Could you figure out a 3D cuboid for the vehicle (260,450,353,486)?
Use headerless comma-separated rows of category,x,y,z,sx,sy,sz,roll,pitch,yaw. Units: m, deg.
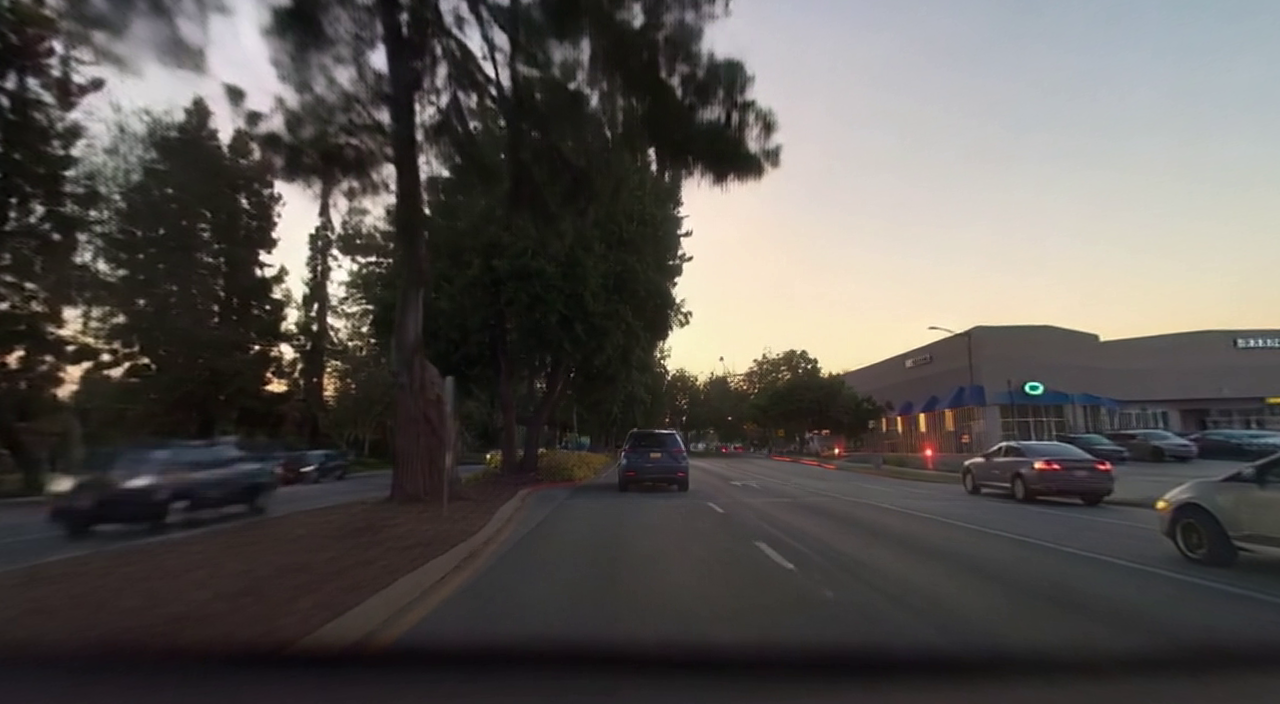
vehicle,-16.162,5.621,30.974,1.952,1.569,4.886,0,-8,-1

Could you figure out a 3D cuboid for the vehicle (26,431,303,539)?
vehicle,-9.124,2.547,12.819,2.104,1.778,4.520,0,-8,-1

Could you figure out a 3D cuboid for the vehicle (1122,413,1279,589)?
vehicle,6.476,1.203,4.910,1.994,1.488,4.313,0,-8,-1

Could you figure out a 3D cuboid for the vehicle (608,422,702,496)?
vehicle,0.261,3.108,18.677,2.300,1.870,4.936,1,-8,-4

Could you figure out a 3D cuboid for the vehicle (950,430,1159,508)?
vehicle,9.296,2.644,14.745,1.894,1.517,4.419,0,-8,1

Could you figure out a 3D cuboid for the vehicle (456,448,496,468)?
vehicle,-12.677,8.184,49.021,1.866,1.491,4.495,0,-8,0

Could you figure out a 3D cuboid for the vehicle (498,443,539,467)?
vehicle,-8.903,7.578,46.589,2.120,1.628,4.331,0,-8,0
